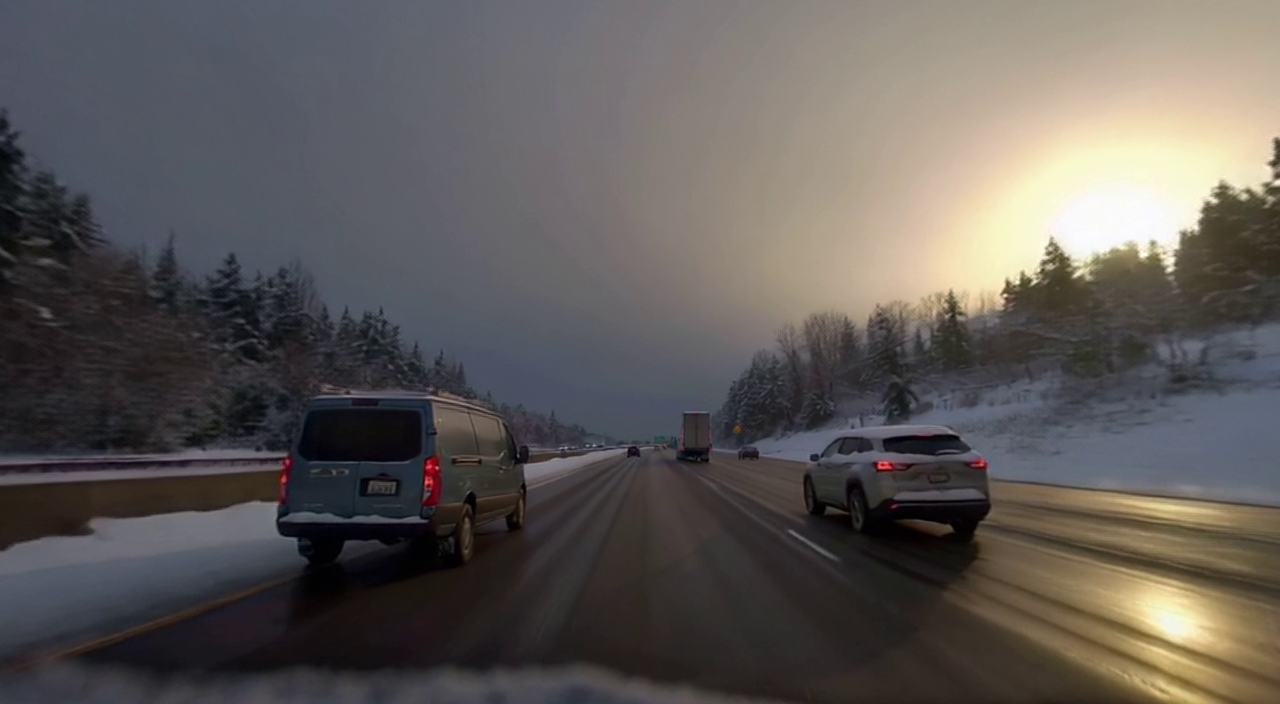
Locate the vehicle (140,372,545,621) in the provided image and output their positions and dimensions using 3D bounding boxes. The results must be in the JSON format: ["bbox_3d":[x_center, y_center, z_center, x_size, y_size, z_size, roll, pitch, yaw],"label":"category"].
[{"bbox_3d":[-2.725,1.509,7.642,2.159,1.922,5.345,0,-8,2],"label":"vehicle"}]

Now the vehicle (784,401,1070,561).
[{"bbox_3d":[3.937,1.871,9.876,2.209,1.862,4.717,0,-8,-1],"label":"vehicle"}]
